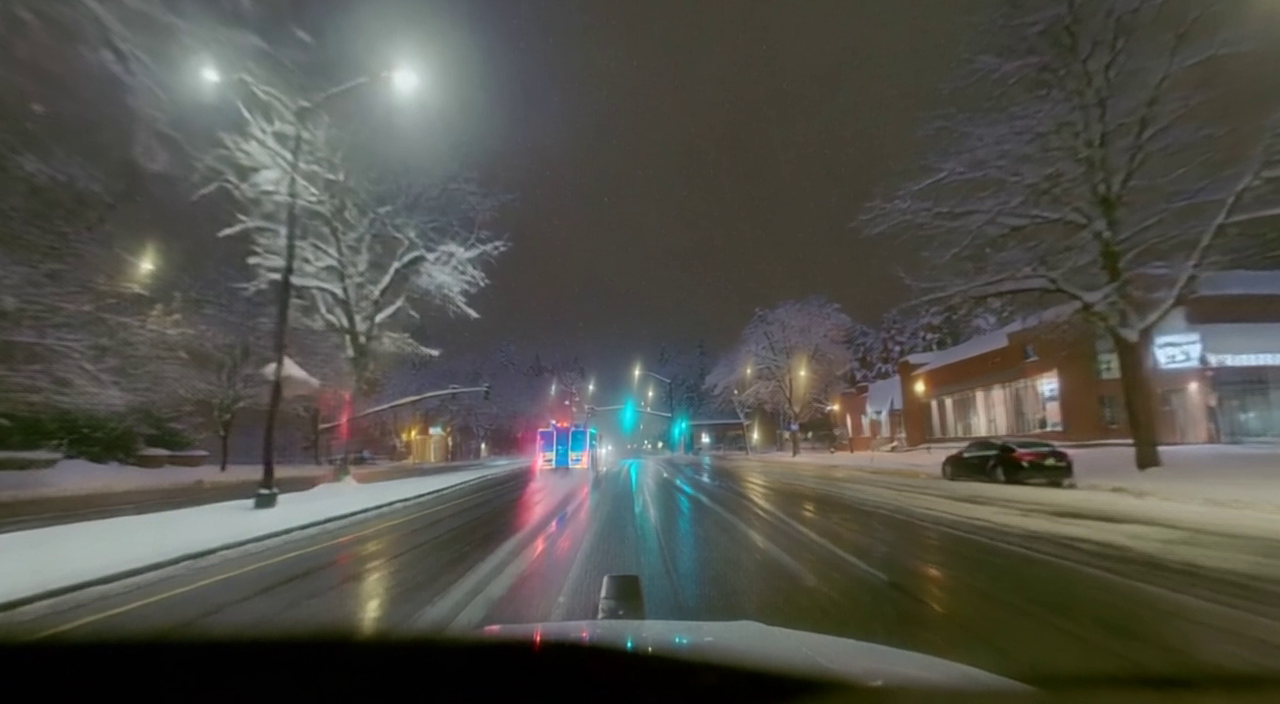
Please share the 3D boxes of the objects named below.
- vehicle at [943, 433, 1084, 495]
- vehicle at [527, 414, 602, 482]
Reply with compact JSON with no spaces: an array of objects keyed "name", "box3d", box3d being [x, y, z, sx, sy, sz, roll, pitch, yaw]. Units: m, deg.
[{"name":"vehicle","box3d":[11.615,3.488,20.074,1.980,1.719,4.422,-1,-9,4]},{"name":"vehicle","box3d":[-3.307,4.405,29.106,2.633,2.787,5.796,0,-9,1]}]
